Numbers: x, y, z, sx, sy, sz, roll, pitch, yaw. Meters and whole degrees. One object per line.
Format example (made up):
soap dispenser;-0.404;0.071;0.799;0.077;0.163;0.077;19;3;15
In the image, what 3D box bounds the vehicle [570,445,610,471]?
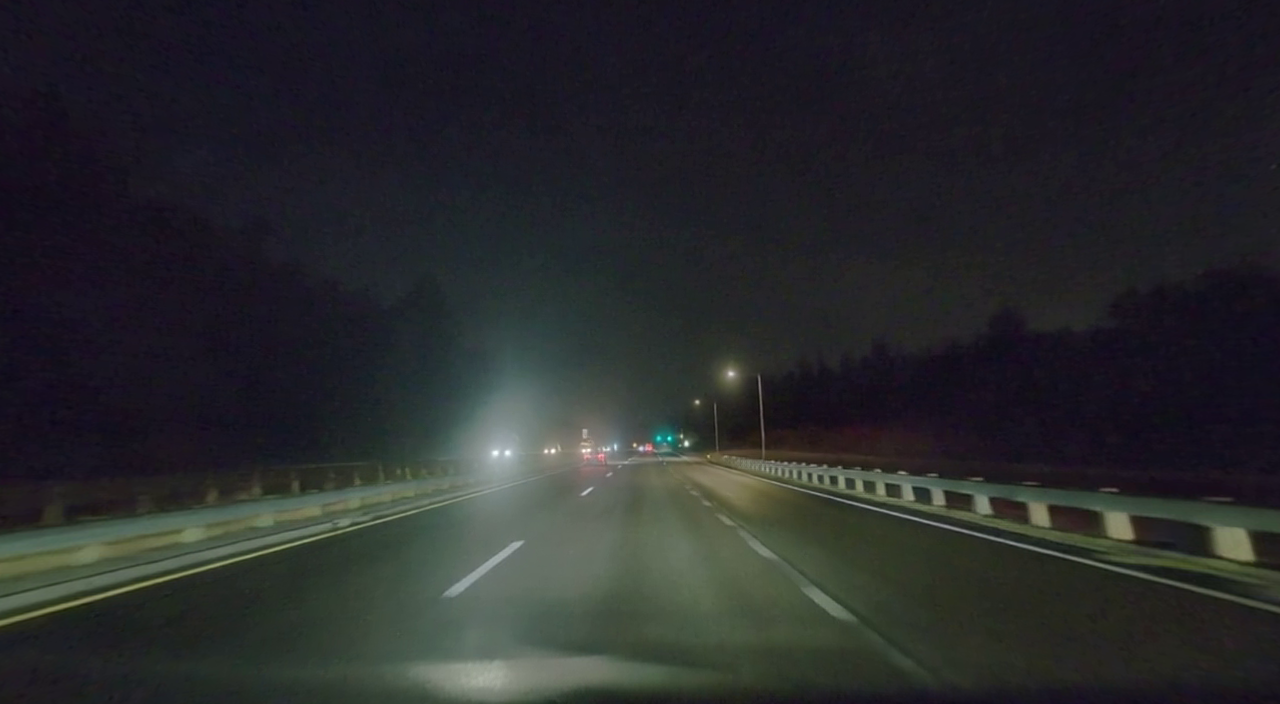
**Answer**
vehicle;-2.935;6.364;37.946;1.991;1.473;4.707;0;-9;0
